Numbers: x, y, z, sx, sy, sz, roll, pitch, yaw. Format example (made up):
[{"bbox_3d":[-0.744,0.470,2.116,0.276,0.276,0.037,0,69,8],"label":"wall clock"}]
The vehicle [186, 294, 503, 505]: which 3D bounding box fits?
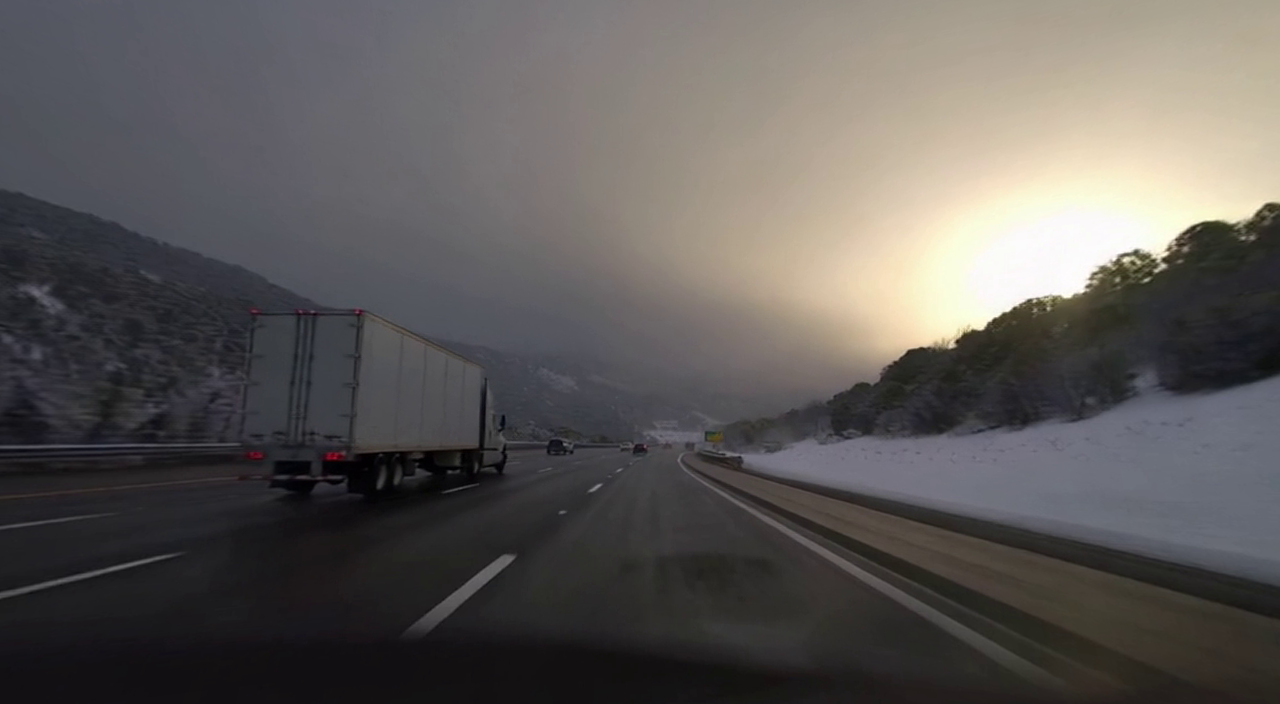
[{"bbox_3d":[-6.522,1.624,16.933,2.981,3.860,11.022,0,-8,1],"label":"vehicle"}]
